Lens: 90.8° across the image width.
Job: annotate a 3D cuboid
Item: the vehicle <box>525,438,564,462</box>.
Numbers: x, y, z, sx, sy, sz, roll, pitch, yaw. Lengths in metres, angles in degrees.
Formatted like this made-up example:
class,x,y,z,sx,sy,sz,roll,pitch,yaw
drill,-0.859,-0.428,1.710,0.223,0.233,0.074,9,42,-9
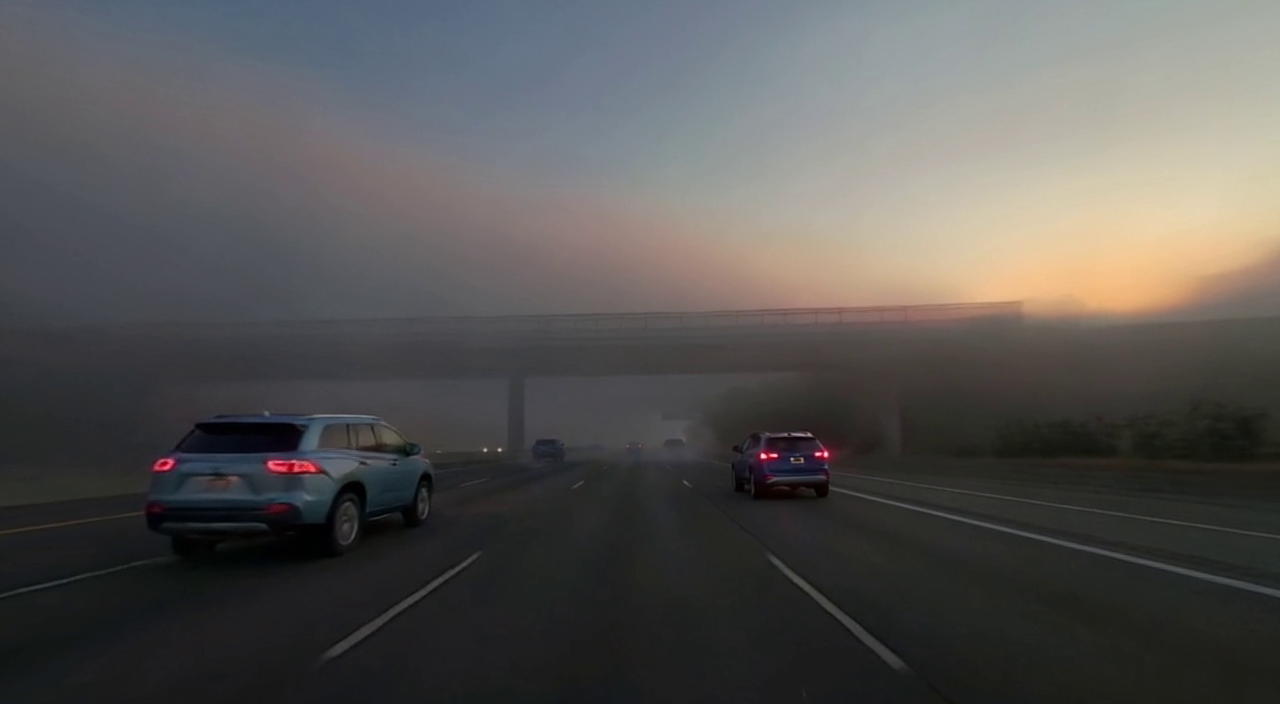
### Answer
class,x,y,z,sx,sy,sz,roll,pitch,yaw
vehicle,-7.482,7.709,49.819,2.193,1.818,4.995,-1,-9,1

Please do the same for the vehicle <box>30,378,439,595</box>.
class,x,y,z,sx,sy,sz,roll,pitch,yaw
vehicle,-4.298,1.520,7.952,2.018,1.872,4.728,0,-9,-1

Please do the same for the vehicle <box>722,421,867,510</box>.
class,x,y,z,sx,sy,sz,roll,pitch,yaw
vehicle,3.386,2.604,14.912,2.185,1.749,4.477,0,-9,-1
